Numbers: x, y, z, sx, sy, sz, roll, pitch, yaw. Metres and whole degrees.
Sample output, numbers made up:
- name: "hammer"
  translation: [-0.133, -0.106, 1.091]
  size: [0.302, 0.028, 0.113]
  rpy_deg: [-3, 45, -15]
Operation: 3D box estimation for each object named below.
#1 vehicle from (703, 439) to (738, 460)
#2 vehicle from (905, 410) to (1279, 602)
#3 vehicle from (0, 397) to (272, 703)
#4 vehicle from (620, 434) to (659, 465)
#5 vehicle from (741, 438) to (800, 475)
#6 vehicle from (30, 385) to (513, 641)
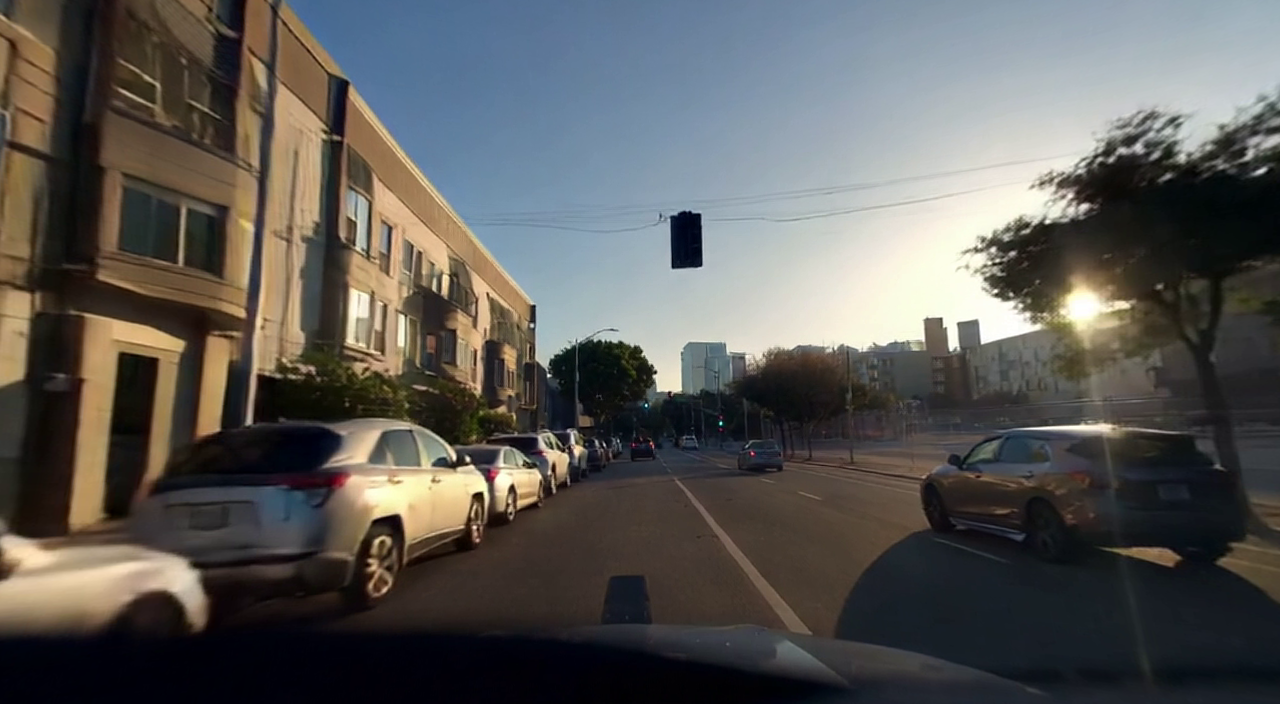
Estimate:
- name: "vehicle"
  translation: [5.839, 7.169, 46.357]
  size: [1.917, 1.467, 4.452]
  rpy_deg: [0, -8, -1]
- name: "vehicle"
  translation: [5.010, 1.605, 7.454]
  size: [1.891, 1.599, 4.173]
  rpy_deg: [0, -8, 0]
- name: "vehicle"
  translation: [-3.028, 0.783, 1.276]
  size: [1.843, 1.482, 4.310]
  rpy_deg: [-1, -8, 2]
- name: "vehicle"
  translation: [-0.036, 5.612, 36.470]
  size: [2.122, 1.689, 3.885]
  rpy_deg: [0, -8, 0]
- name: "vehicle"
  translation: [5.609, 4.532, 27.507]
  size: [1.799, 1.463, 3.464]
  rpy_deg: [0, -8, 0]
- name: "vehicle"
  translation: [-2.936, 1.412, 6.576]
  size: [2.143, 1.687, 4.602]
  rpy_deg: [-1, -8, 2]
